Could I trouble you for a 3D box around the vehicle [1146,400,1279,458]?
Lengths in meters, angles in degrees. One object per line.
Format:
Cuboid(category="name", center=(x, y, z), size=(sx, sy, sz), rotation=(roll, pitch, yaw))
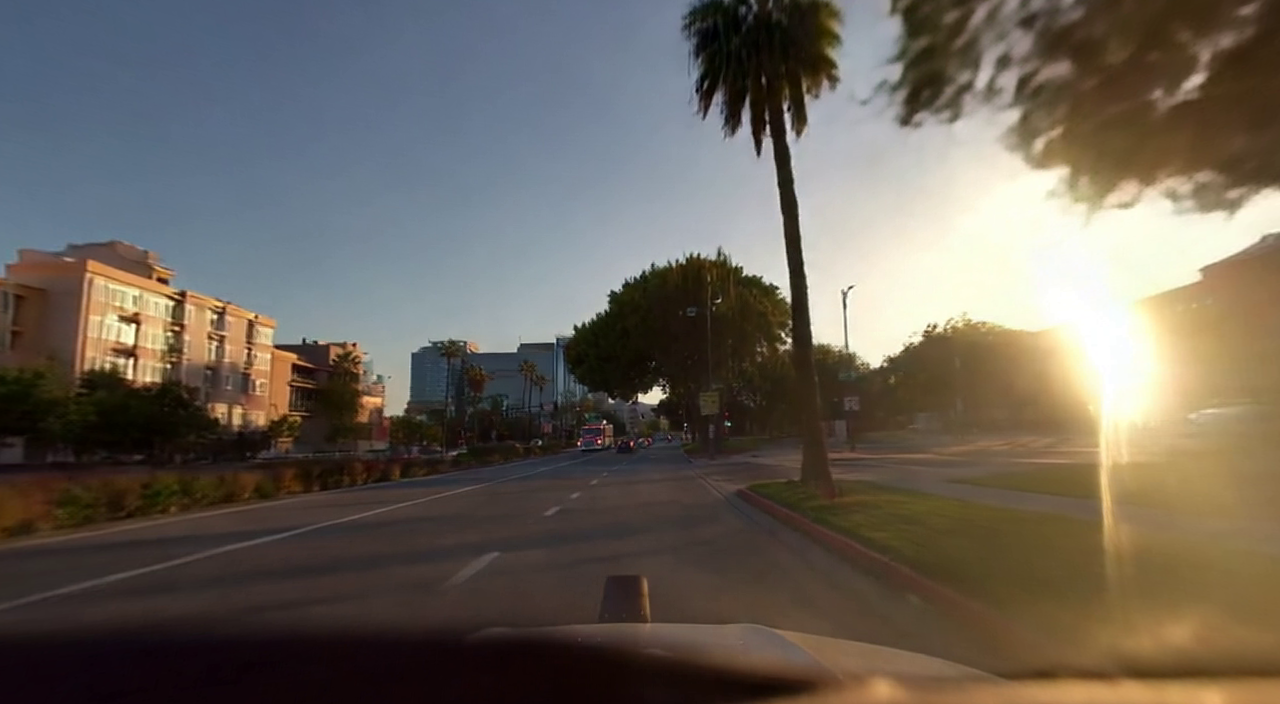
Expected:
Cuboid(category="vehicle", center=(16.218, 2.068, 16.820), size=(3.945, 1.463, 1.684), rotation=(1, -8, -6))
